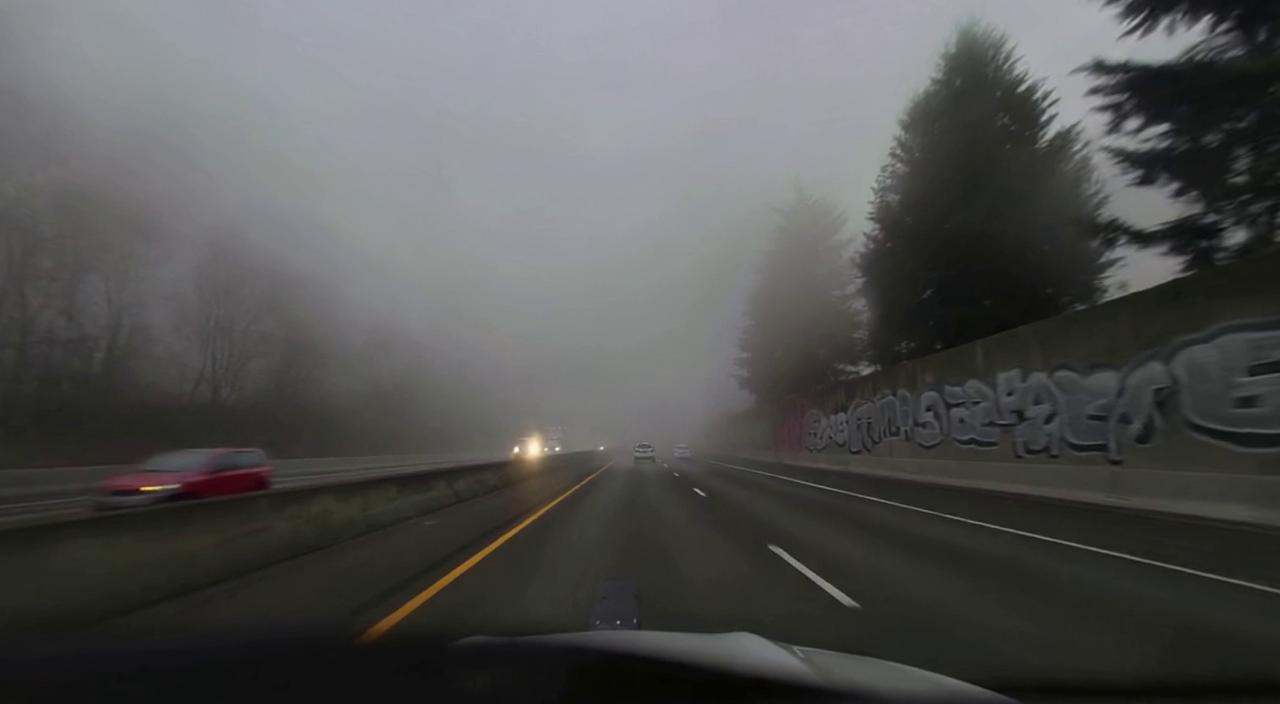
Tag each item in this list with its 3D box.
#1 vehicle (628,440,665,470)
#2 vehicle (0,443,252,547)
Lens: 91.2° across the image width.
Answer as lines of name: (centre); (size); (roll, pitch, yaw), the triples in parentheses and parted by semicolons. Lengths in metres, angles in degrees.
vehicle: (0.340, 6.124, 37.401); (2.095, 1.671, 4.219); (0, -9, -1)
vehicle: (-9.465, 2.465, 11.480); (2.087, 1.520, 4.147); (0, -9, -1)
